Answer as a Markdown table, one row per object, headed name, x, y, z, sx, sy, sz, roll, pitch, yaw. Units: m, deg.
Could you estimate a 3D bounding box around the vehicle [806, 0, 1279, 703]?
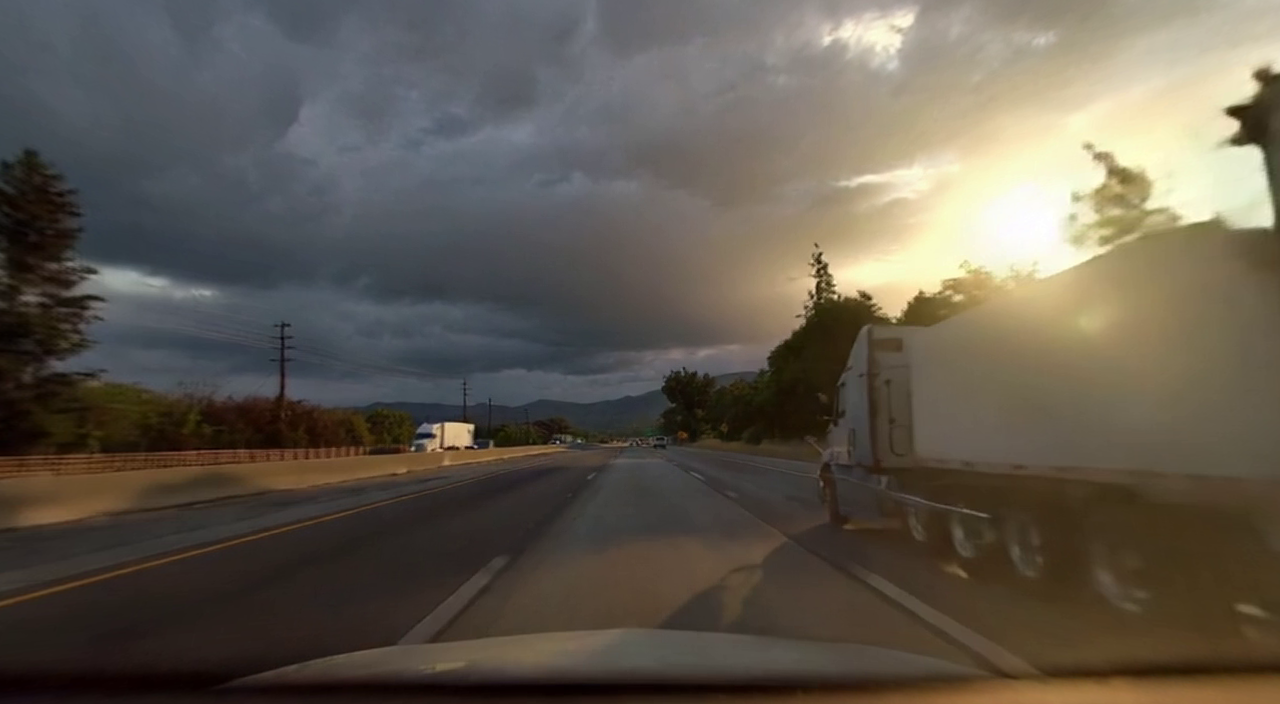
| name | x | y | z | sx | sy | sz | roll | pitch | yaw |
| --- | --- | --- | --- | --- | --- | --- | --- | --- | --- |
| vehicle | 4.083 | 0.428 | 5.782 | 2.766 | 3.349 | 7.796 | 0 | -8 | -1 |
